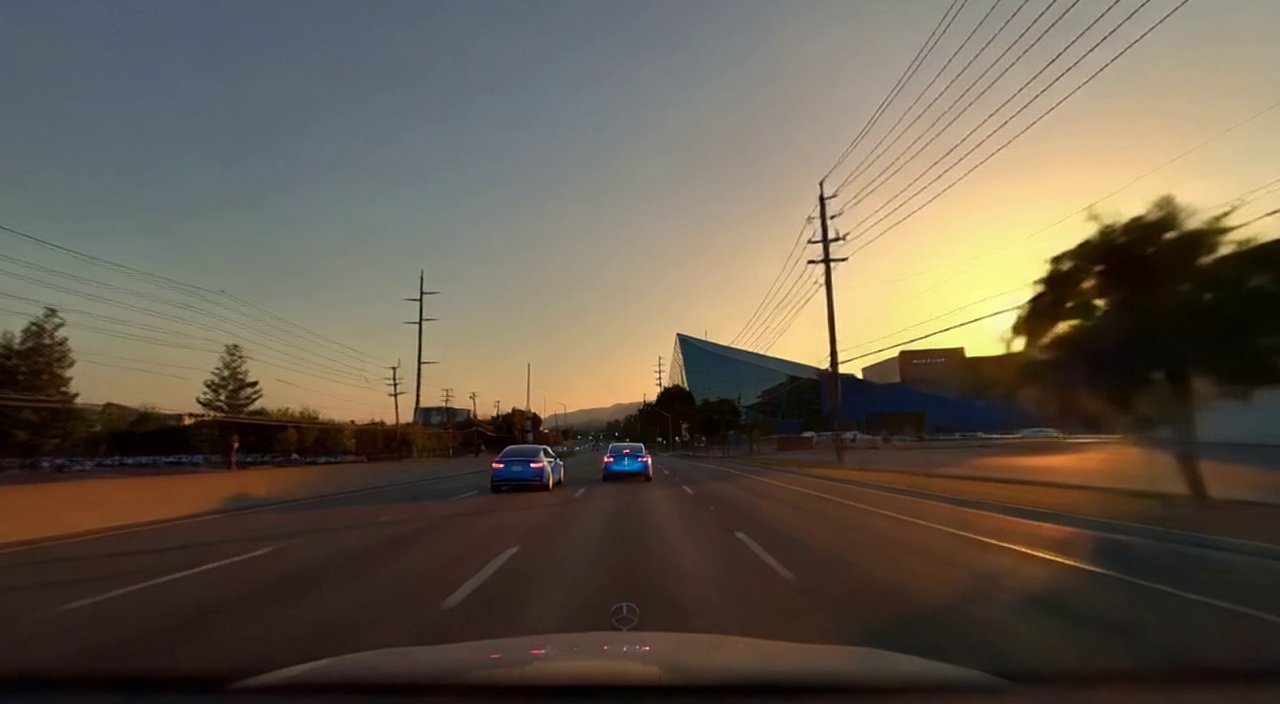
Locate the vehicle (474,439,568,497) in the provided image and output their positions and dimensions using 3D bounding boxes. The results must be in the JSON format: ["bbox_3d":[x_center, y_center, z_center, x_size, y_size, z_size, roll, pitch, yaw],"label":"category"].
[{"bbox_3d":[-3.579,3.594,20.014,1.985,1.607,4.892,0,-9,1],"label":"vehicle"}]

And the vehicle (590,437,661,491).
[{"bbox_3d":[-0.450,3.776,21.584,2.189,1.652,4.135,0,-9,0],"label":"vehicle"}]
